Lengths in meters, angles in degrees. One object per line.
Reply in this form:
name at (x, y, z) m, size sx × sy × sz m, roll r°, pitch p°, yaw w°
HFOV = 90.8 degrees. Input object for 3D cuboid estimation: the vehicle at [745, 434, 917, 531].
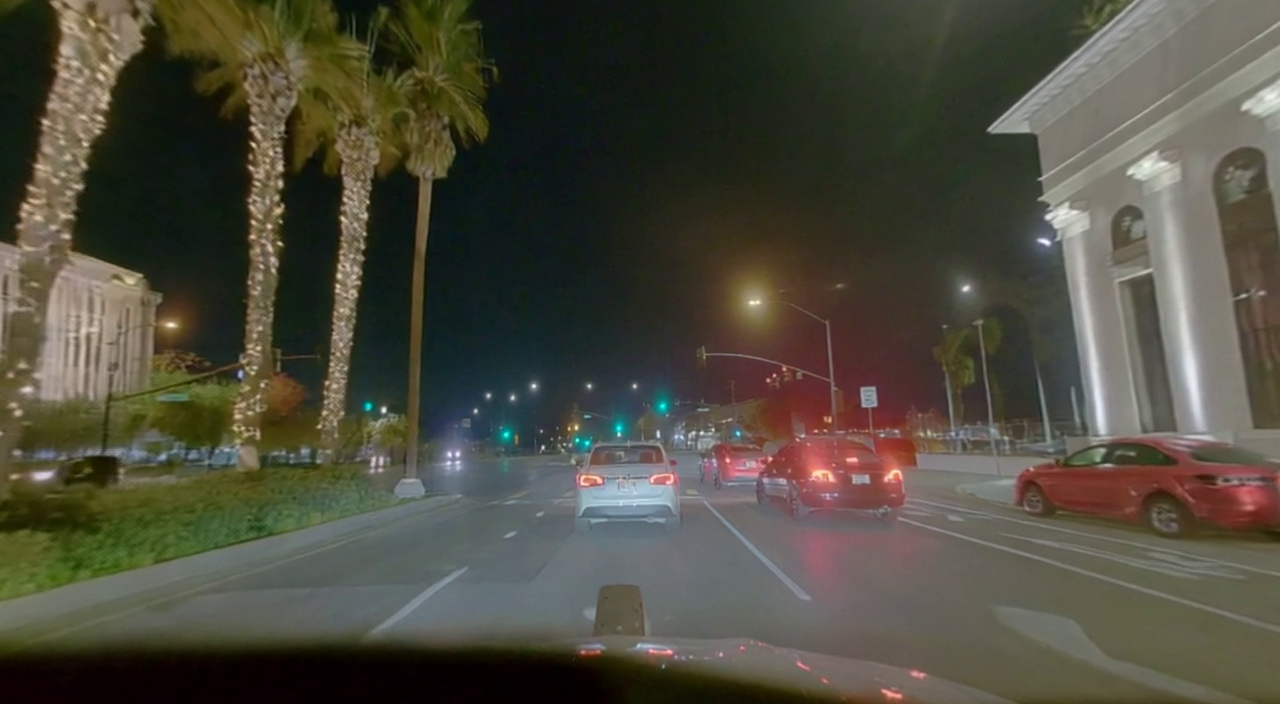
vehicle at (3.309, 2.342, 11.923) m, size 1.833 × 1.465 × 4.258 m, roll 0°, pitch -9°, yaw -1°

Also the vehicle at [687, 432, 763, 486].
vehicle at (3.247, 4.328, 25.978) m, size 2.127 × 1.854 × 7.971 m, roll 0°, pitch -9°, yaw 1°

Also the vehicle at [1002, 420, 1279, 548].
vehicle at (7.898, 1.934, 9.967) m, size 1.875 × 1.588 × 4.072 m, roll 0°, pitch -8°, yaw -1°

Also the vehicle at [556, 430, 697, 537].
vehicle at (-0.208, 2.202, 11.112) m, size 2.050 × 1.521 × 3.747 m, roll 0°, pitch -9°, yaw 0°

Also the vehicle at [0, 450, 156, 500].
vehicle at (-21.067, 4.576, 23.939) m, size 1.958 × 1.675 × 4.389 m, roll 0°, pitch -9°, yaw -1°
